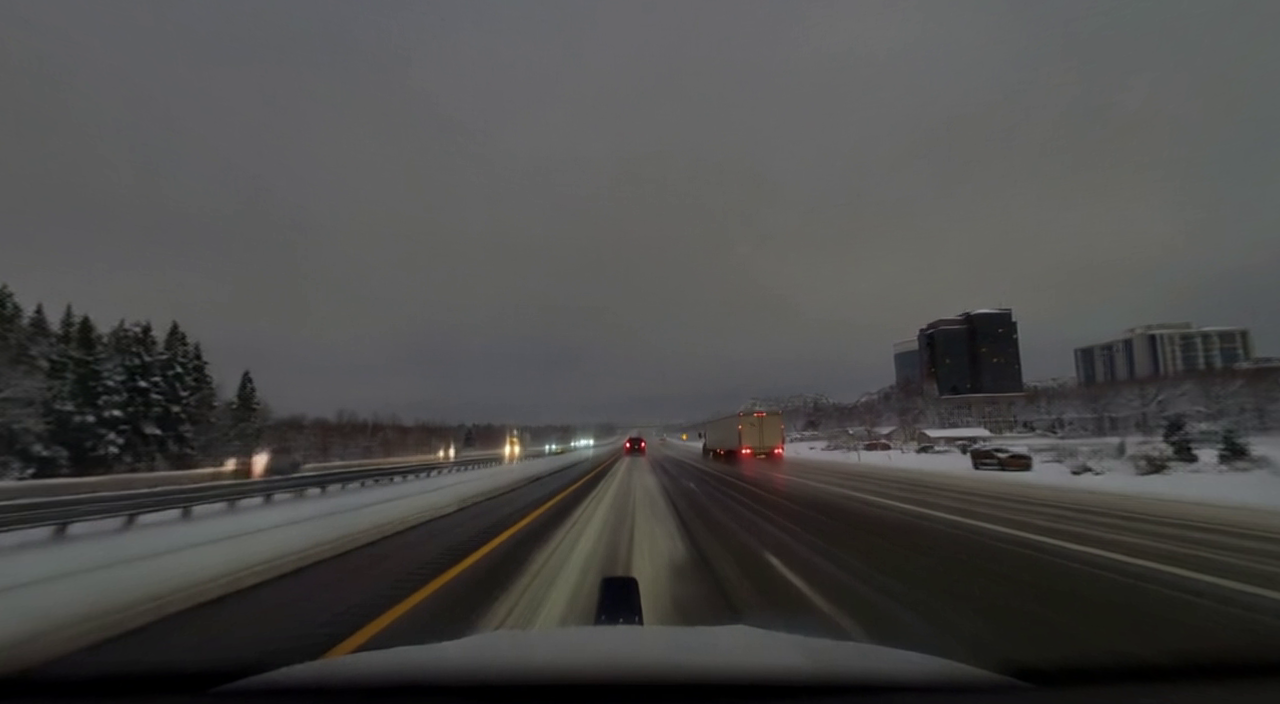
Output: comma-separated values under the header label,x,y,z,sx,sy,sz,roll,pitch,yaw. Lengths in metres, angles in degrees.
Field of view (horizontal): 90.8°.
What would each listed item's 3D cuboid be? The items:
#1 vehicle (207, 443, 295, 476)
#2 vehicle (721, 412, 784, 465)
label,x,y,z,sx,sy,sz,roll,pitch,yaw
vehicle,-21.931,6.059,35.840,2.078,1.705,4.544,0,-8,0
vehicle,7.322,5.823,42.220,2.793,3.204,7.997,0,-8,1
